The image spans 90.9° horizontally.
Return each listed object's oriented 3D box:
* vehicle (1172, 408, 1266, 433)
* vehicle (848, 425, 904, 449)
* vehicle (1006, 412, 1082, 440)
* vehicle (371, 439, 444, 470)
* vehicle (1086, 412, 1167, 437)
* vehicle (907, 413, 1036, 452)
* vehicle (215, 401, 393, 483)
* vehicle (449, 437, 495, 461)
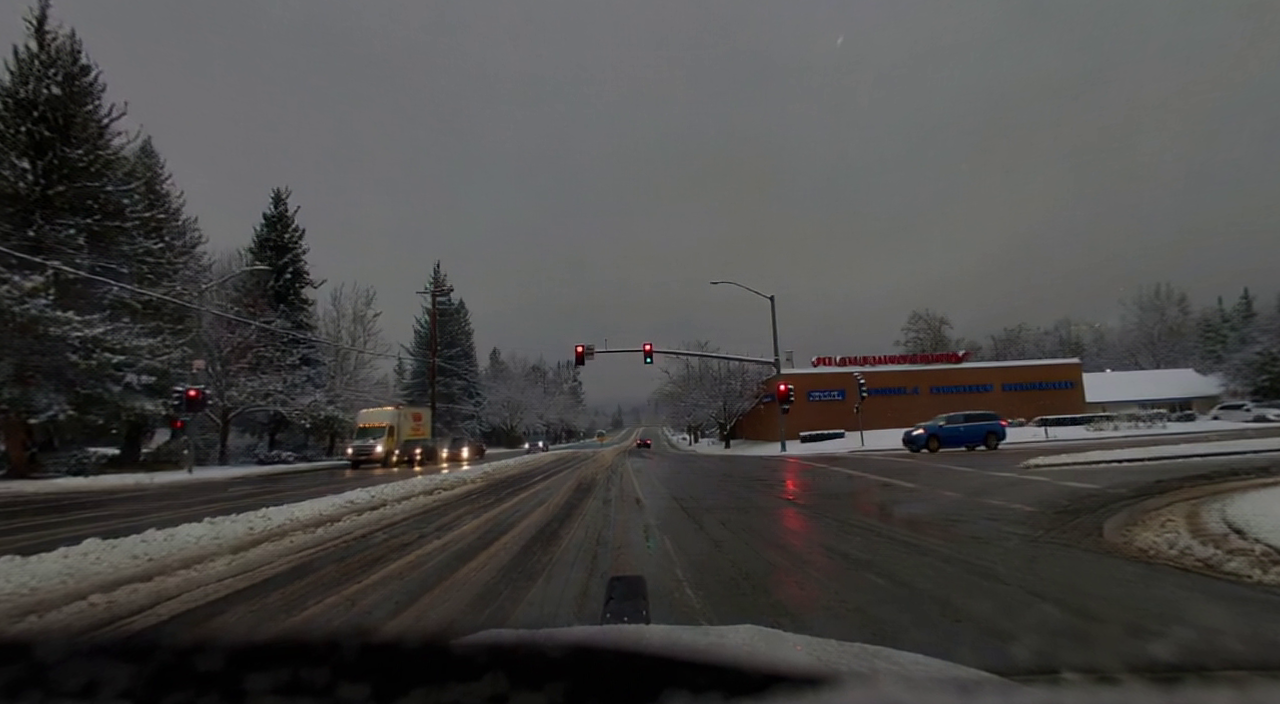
[{"bbox_3d":[38.368,4.614,41.951,1.715,1.480,4.701,0,-8,-1],"label":"vehicle"},{"bbox_3d":[17.279,6.245,46.243,3.329,1.415,1.821,-6,-9,2],"label":"vehicle"},{"bbox_3d":[26.331,4.877,41.278,2.011,1.656,4.163,0,-8,-3],"label":"vehicle"},{"bbox_3d":[-12.041,5.342,33.042,1.996,1.482,4.772,0,-8,0],"label":"vehicle"},{"bbox_3d":[31.385,4.730,40.801,1.823,1.480,4.003,0,-8,-4],"label":"vehicle"},{"bbox_3d":[14.620,3.583,27.969,4.566,1.670,2.000,0,-8,-2],"label":"vehicle"},{"bbox_3d":[-16.563,4.665,32.564,3.161,3.455,11.058,0,-8,0],"label":"vehicle"},{"bbox_3d":[-12.426,7.214,46.807,2.181,1.653,4.468,0,-8,0],"label":"vehicle"}]
